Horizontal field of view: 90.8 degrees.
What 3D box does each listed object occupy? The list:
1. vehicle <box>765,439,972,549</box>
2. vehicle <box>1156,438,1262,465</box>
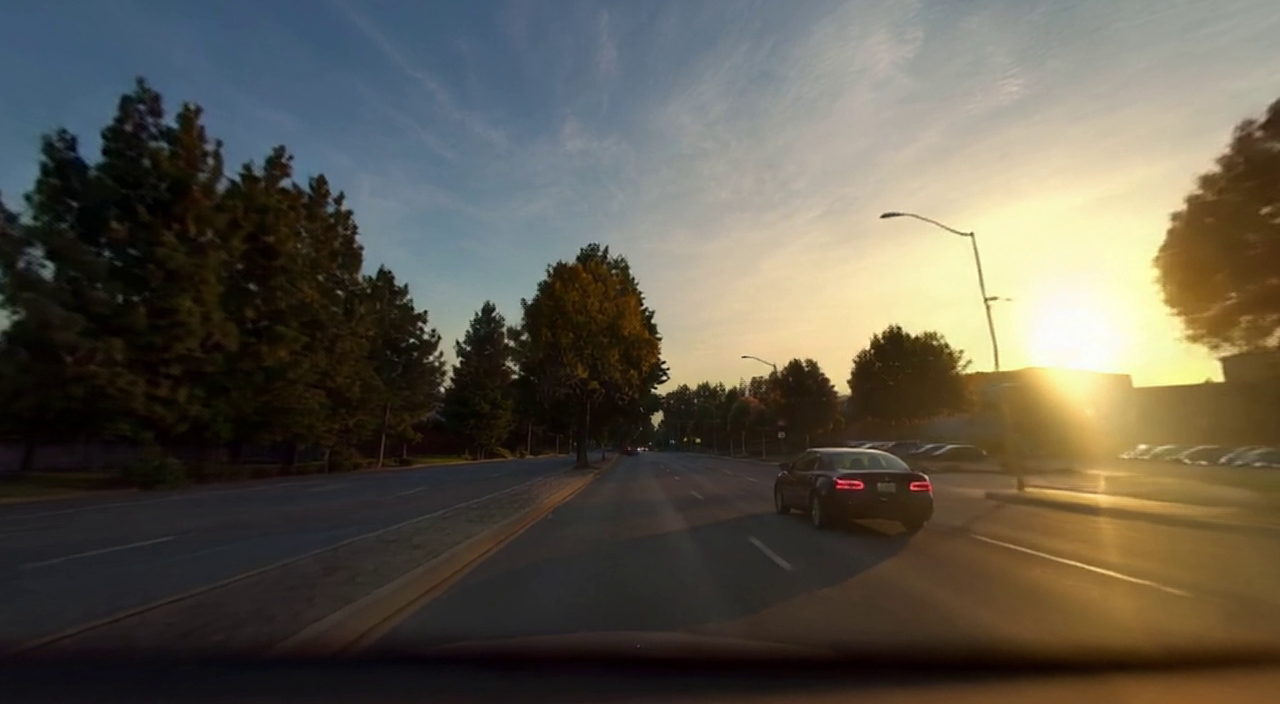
[{"bbox_3d":[3.483,2.226,10.581,1.852,1.453,4.083,0,-9,-1],"label":"vehicle"},{"bbox_3d":[41.099,7.192,45.743,5.347,1.882,2.307,0,-9,0],"label":"vehicle"}]
